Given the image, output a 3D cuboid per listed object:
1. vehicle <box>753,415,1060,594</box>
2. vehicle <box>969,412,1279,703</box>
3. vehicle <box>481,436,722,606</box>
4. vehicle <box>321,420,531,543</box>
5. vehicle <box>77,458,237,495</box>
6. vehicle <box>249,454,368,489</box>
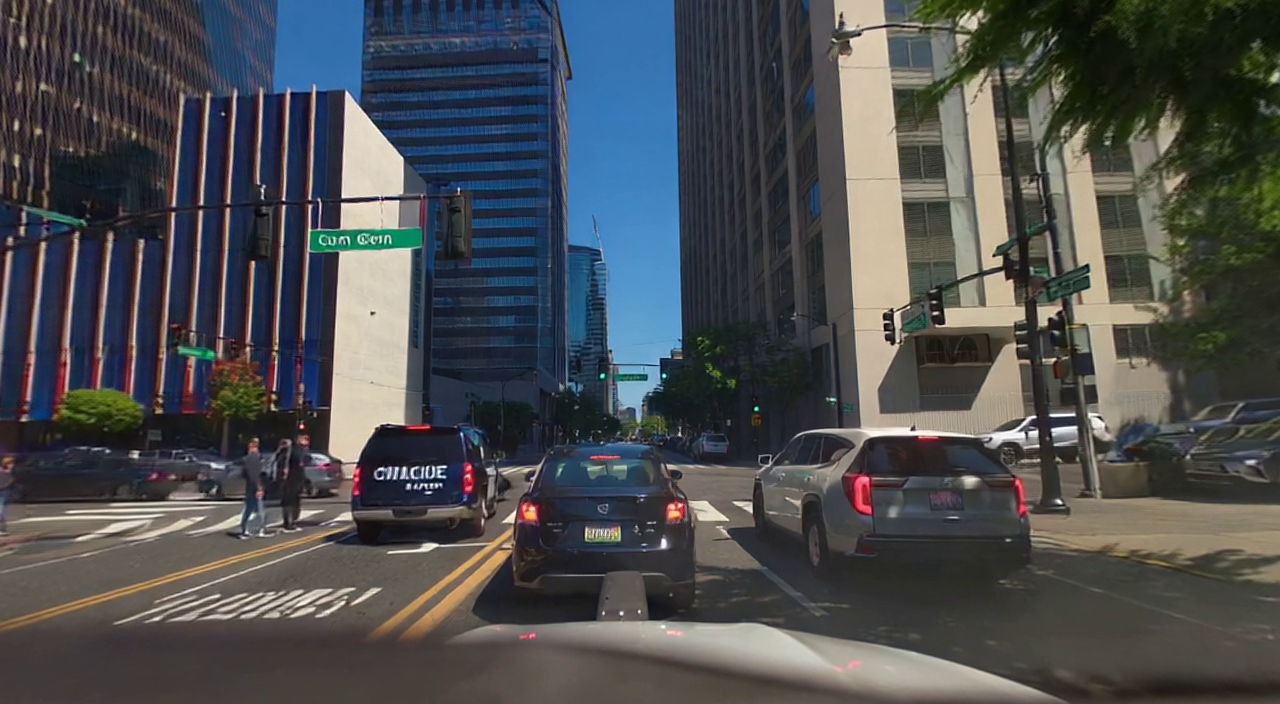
[{"bbox_3d":[3.043,1.846,8.626,2.072,1.735,4.759,0,-8,0],"label":"vehicle"},{"bbox_3d":[2.737,0.805,1.112,1.902,1.454,4.540,0,-8,1],"label":"vehicle"},{"bbox_3d":[-0.356,1.784,7.642,2.092,1.454,4.132,0,-8,-1],"label":"vehicle"},{"bbox_3d":[-3.697,2.351,12.252,2.190,1.840,5.272,0,-8,1],"label":"vehicle"},{"bbox_3d":[-20.284,5.242,26.692,5.153,1.449,1.966,0,-8,0],"label":"vehicle"},{"bbox_3d":[-15.240,5.456,29.120,4.673,1.478,2.114,-3,-9,18],"label":"vehicle"}]
